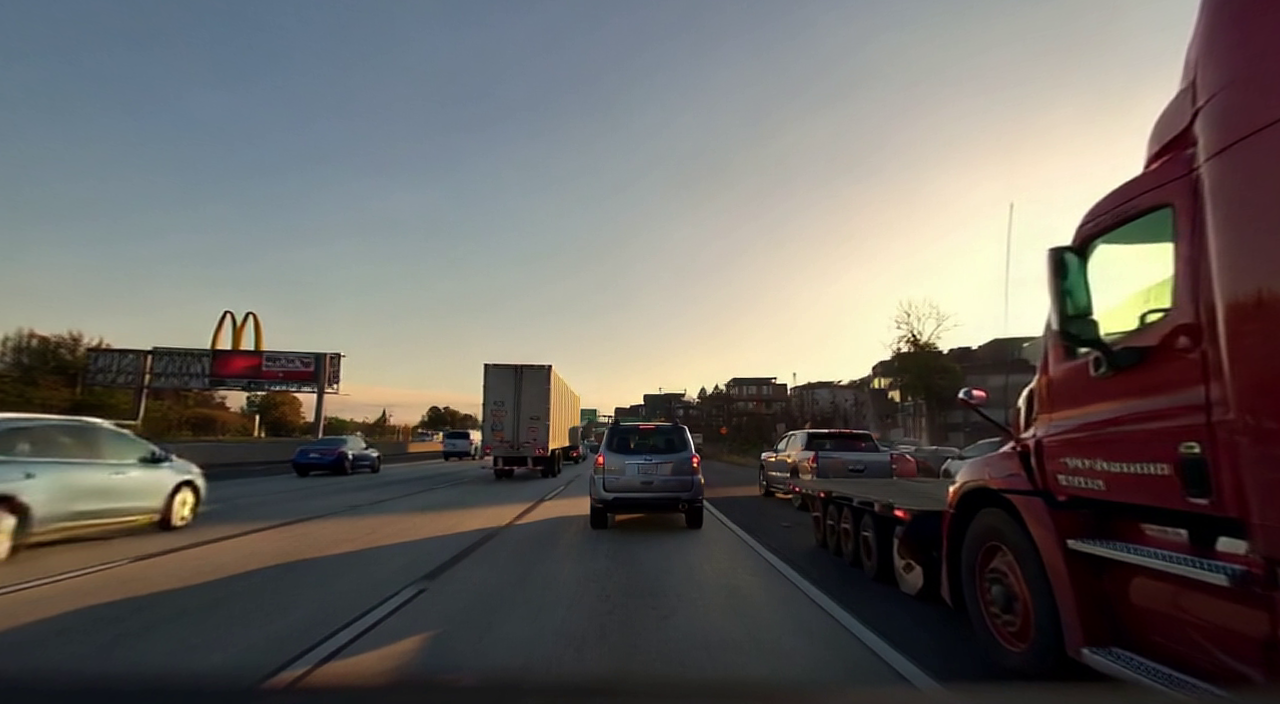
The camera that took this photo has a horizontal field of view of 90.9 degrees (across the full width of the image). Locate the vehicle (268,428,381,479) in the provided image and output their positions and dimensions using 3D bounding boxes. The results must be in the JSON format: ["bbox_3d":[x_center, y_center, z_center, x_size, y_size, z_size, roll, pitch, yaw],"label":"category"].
[{"bbox_3d":[-11.669,3.800,23.739,1.915,1.710,4.670,0,-9,-1],"label":"vehicle"}]

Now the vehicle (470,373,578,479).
[{"bbox_3d":[-4.282,3.099,25.369,2.814,3.513,8.529,0,-9,-1],"label":"vehicle"}]

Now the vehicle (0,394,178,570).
[{"bbox_3d":[-7.333,1.345,6.586,1.854,1.740,4.151,0,-9,-1],"label":"vehicle"}]

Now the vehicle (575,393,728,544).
[{"bbox_3d":[0.081,1.788,10.132,1.947,1.910,4.040,0,-9,-2],"label":"vehicle"}]
